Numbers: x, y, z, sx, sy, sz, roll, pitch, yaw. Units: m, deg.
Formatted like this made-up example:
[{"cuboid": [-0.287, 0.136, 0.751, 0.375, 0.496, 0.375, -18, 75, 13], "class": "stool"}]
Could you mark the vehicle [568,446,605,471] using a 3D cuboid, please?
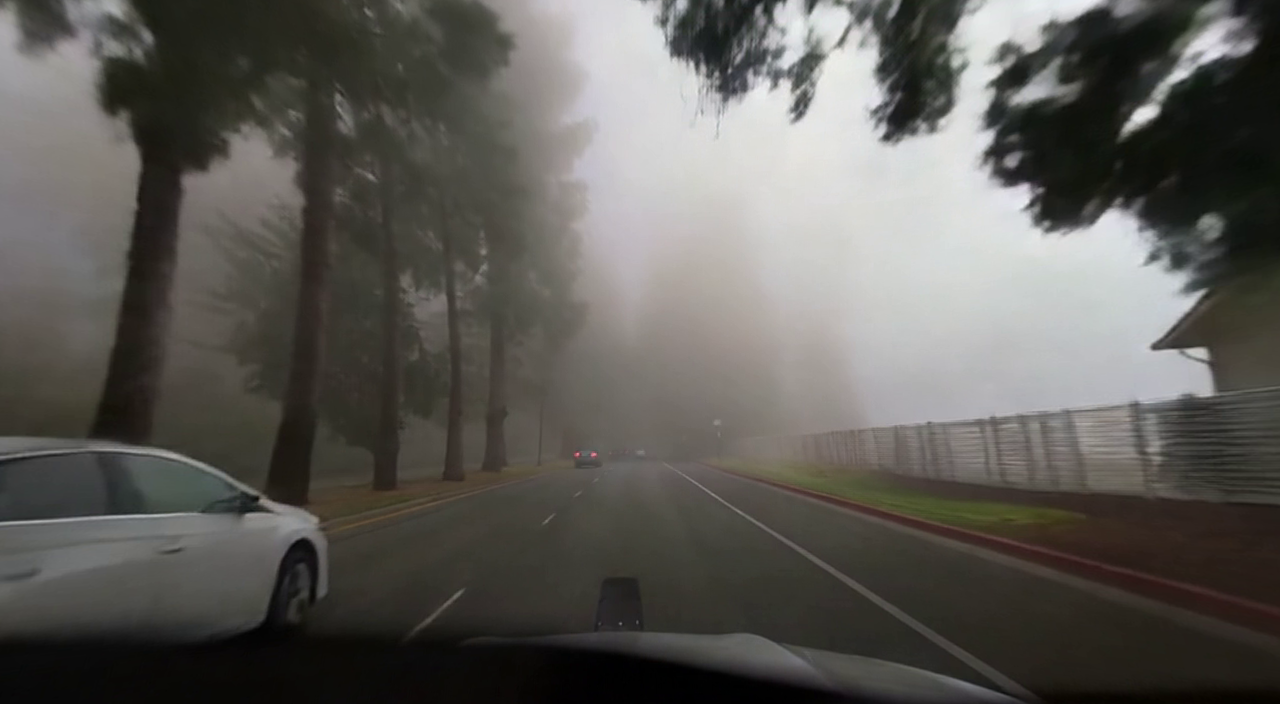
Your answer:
[{"cuboid": [-3.163, 6.414, 38.227, 1.870, 1.431, 4.317, 0, -9, 0], "class": "vehicle"}]

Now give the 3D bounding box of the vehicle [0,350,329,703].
[{"cuboid": [-3.416, 0.867, 2.665, 1.919, 1.650, 4.546, 0, -9, -1], "class": "vehicle"}]
